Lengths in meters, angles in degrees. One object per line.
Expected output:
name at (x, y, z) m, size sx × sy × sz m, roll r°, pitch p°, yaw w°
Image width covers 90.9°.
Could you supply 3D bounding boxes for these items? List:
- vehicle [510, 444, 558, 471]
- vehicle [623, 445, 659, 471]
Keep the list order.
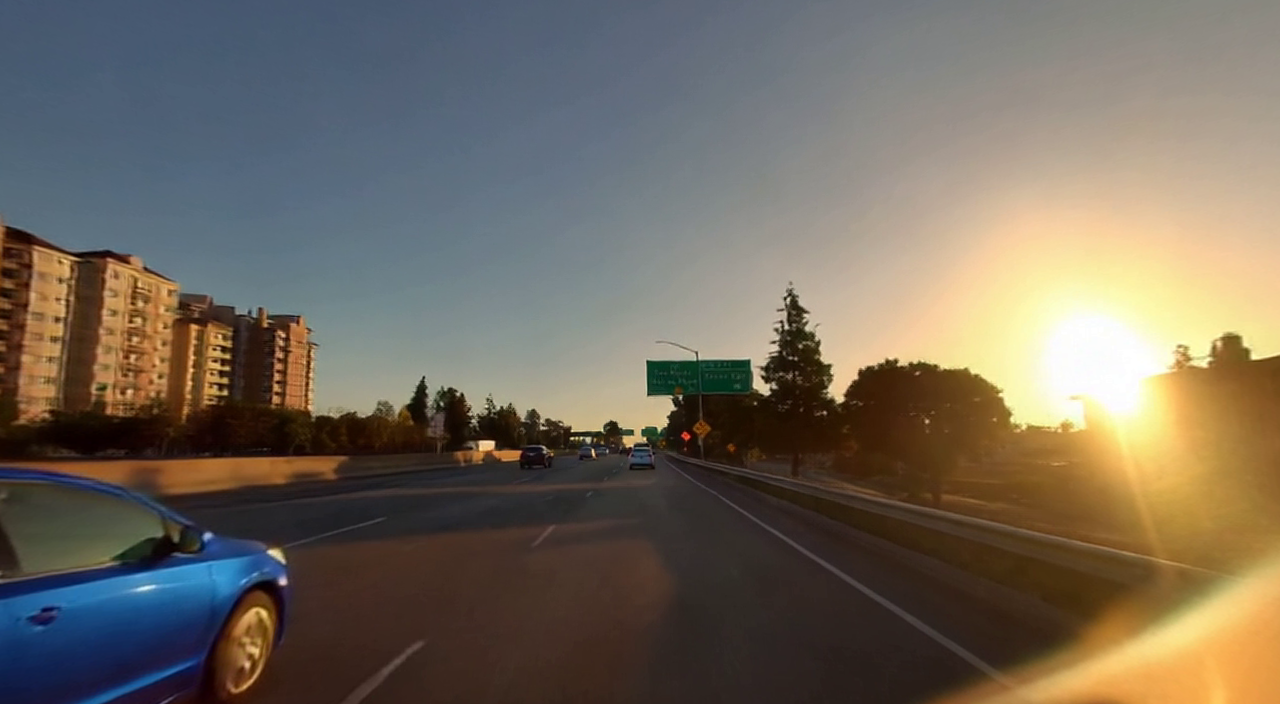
vehicle at (-6.345, 6.343, 38.304) m, size 2.075 × 1.528 × 4.327 m, roll 0°, pitch -8°, yaw 1°
vehicle at (0.048, 6.356, 38.006) m, size 2.051 × 1.443 × 3.770 m, roll 0°, pitch -8°, yaw 0°
